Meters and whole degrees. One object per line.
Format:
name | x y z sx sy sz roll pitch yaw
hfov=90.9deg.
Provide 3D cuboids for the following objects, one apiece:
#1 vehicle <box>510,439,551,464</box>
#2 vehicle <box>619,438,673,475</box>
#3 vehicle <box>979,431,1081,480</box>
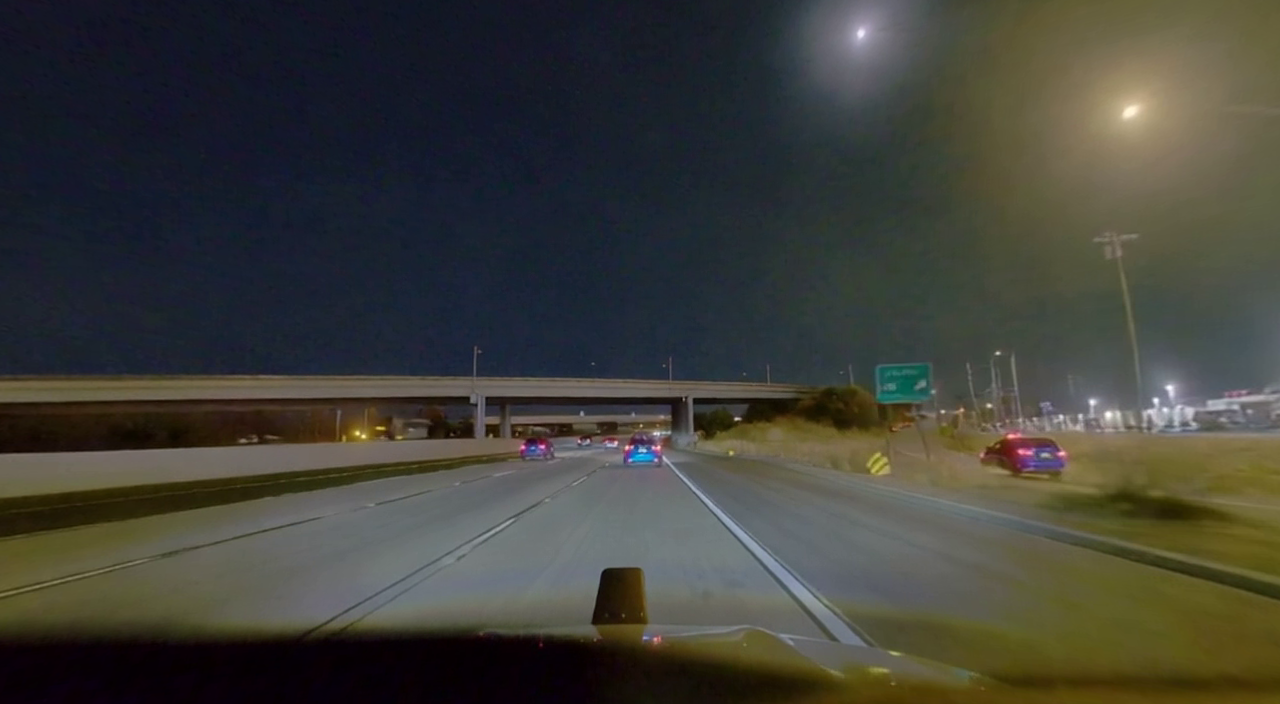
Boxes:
vehicle | -7.677 7.024 44.703 2.067 1.682 4.388 0 -9 1
vehicle | 0.237 4.507 27.430 2.145 1.493 4.146 0 -8 0
vehicle | 15.927 4.229 26.087 2.095 1.674 4.530 2 -8 11
